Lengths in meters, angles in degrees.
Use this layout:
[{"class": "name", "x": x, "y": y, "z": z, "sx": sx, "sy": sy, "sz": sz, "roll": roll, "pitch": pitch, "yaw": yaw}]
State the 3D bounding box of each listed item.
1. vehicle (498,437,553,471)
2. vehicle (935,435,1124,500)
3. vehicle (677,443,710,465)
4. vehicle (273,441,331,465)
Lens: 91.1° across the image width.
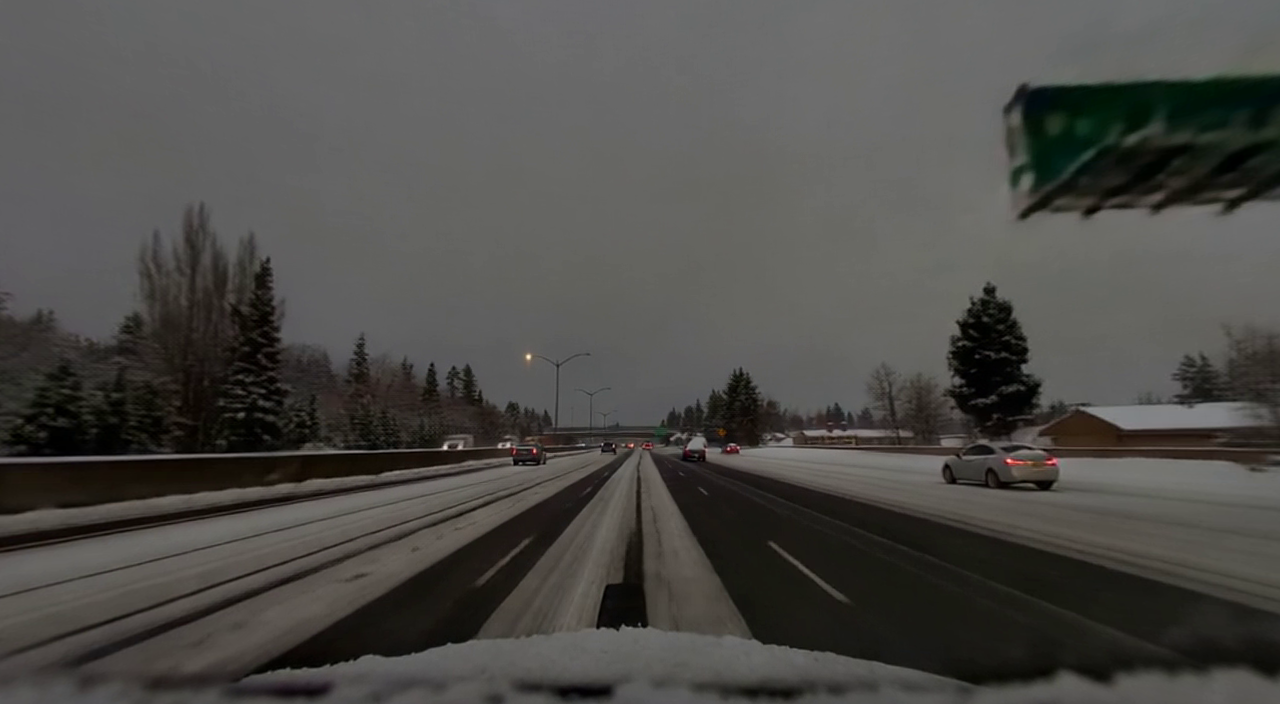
[{"class": "vehicle", "x": -6.300, "y": 5.664, "z": 35.066, "sx": 2.091, "sy": 1.746, "sz": 4.437, "roll": 0, "pitch": -9, "yaw": 1}, {"class": "vehicle", "x": 10.192, "y": 3.043, "z": 17.009, "sx": 1.979, "sy": 1.467, "sz": 4.839, "roll": 0, "pitch": -9, "yaw": -1}, {"class": "vehicle", "x": 3.657, "y": 7.025, "z": 43.242, "sx": 1.950, "sy": 1.453, "sz": 3.378, "roll": 0, "pitch": -9, "yaw": -1}, {"class": "vehicle", "x": -21.187, "y": 6.340, "z": 39.494, "sx": 1.650, "sy": 1.414, "sz": 3.441, "roll": 0, "pitch": -9, "yaw": 1}]
